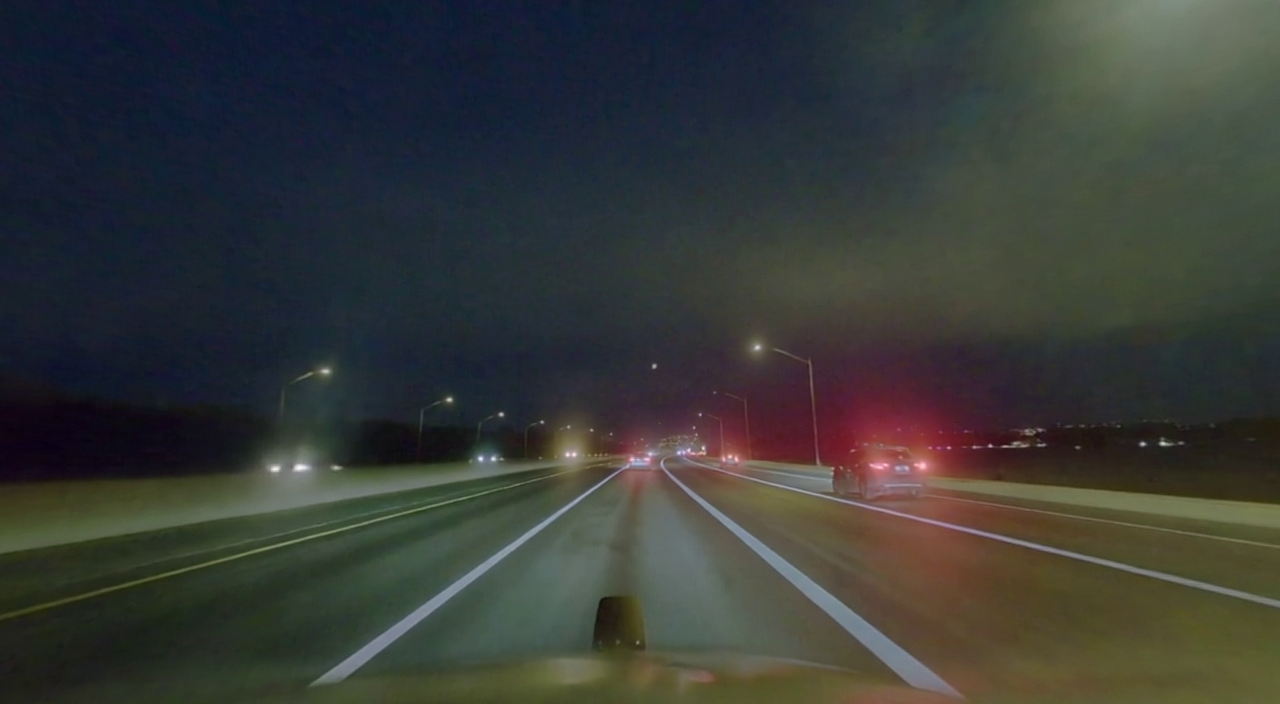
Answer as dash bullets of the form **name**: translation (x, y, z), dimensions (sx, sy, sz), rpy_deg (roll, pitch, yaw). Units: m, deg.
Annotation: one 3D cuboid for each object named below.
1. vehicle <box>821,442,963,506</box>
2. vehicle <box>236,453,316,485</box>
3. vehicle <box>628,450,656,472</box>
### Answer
- **vehicle**: translation (6.812, 3.341, 17.603), dimensions (2.008, 1.533, 4.592), rpy_deg (0, -9, -1)
- **vehicle**: translation (-19.067, 6.113, 33.015), dimensions (1.785, 1.507, 3.920), rpy_deg (0, -9, 1)
- **vehicle**: translation (0.179, 7.989, 46.273), dimensions (2.025, 1.526, 4.181), rpy_deg (0, -9, 1)
